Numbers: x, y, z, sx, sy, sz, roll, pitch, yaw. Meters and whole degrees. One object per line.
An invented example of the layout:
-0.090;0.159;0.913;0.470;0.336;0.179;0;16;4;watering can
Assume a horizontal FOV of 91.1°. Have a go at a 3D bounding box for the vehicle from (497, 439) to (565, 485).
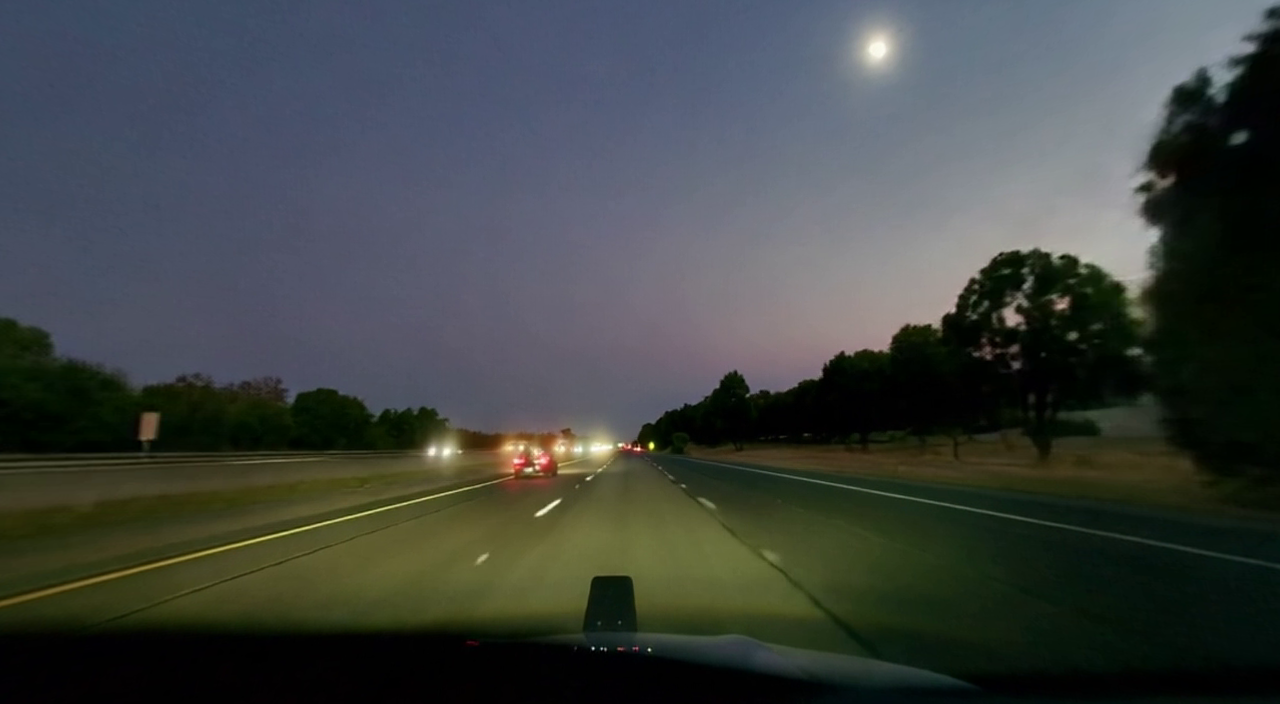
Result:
-4.498;4.608;26.593;2.111;1.717;4.426;0;-9;-1;vehicle
